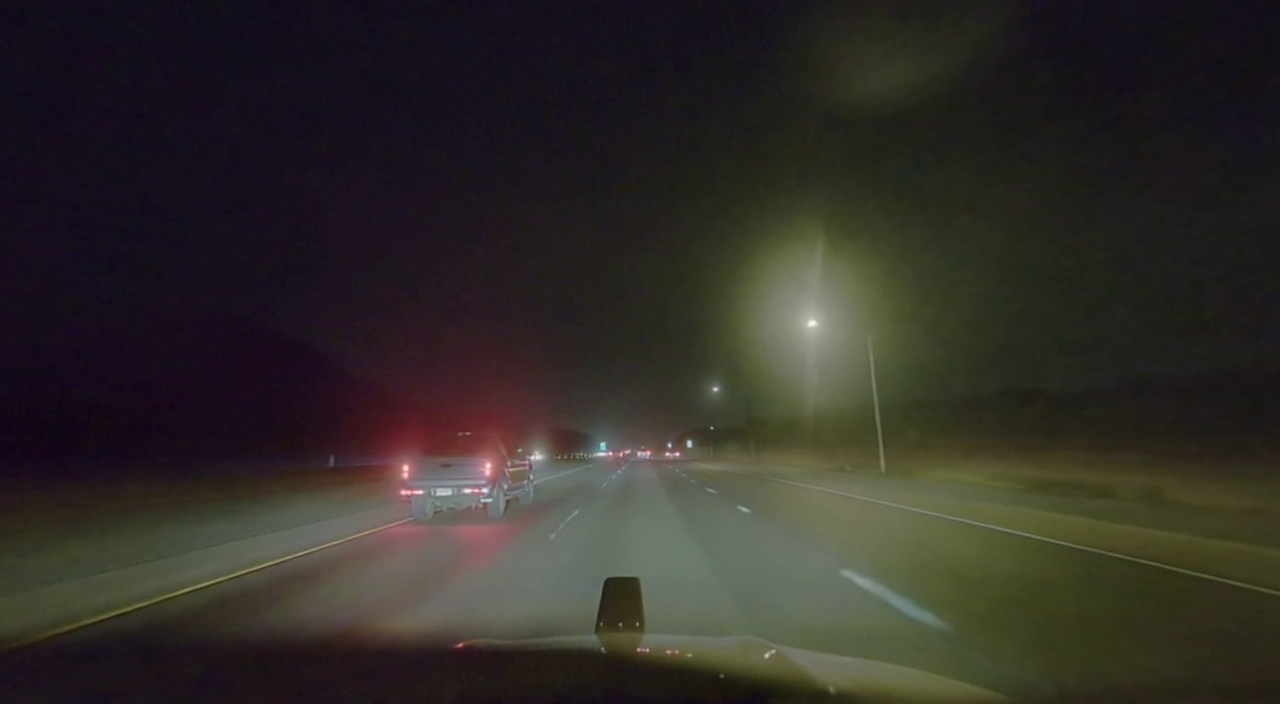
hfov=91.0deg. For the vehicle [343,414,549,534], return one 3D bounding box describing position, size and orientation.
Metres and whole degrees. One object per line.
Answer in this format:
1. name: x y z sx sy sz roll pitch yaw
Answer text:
1. vehicle: -3.541 2.401 12.992 2.379 1.918 5.504 0 -9 1
